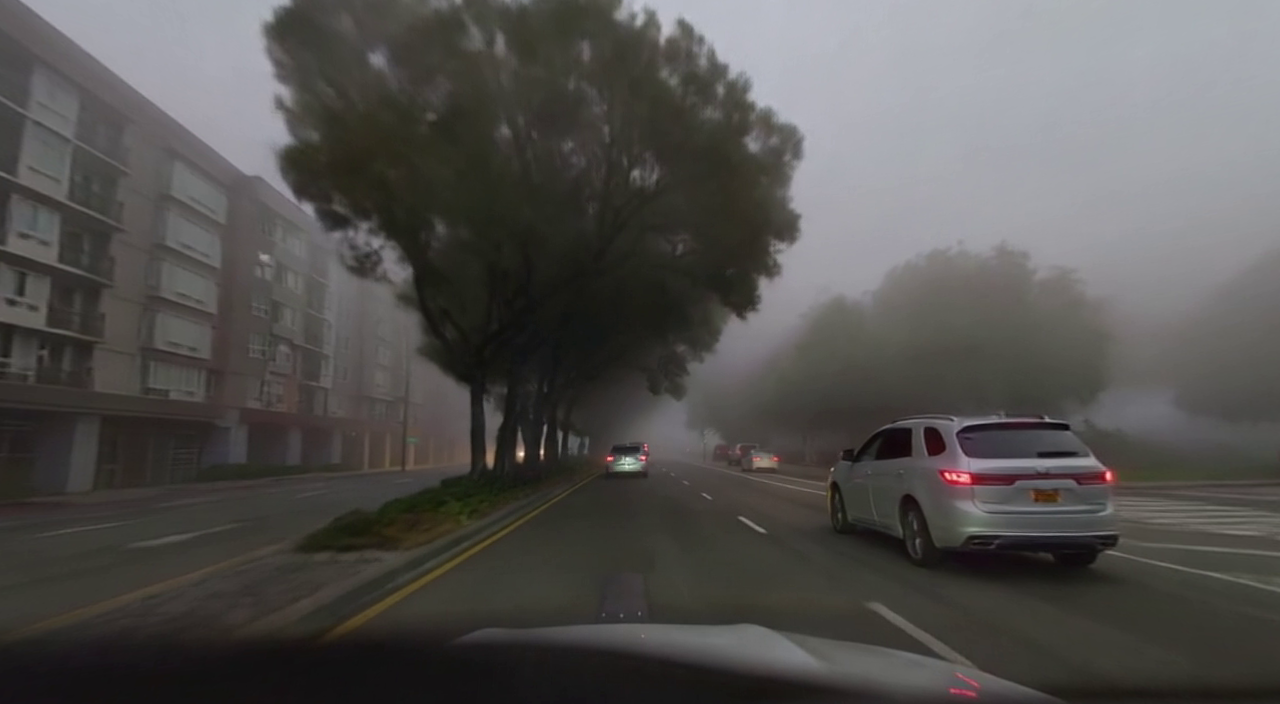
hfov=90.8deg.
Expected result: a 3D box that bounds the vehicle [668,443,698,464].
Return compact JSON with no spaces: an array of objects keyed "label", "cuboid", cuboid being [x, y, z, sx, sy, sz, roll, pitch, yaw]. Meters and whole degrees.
[{"label":"vehicle","cuboid":[3.263,7.810,48.713,1.910,1.474,4.003,0,-9,-2]}]

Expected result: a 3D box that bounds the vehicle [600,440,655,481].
[{"label":"vehicle","cuboid":[-0.440,4.247,24.911,2.006,1.487,3.535,0,-9,1]}]

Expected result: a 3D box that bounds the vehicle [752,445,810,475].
[{"label":"vehicle","cuboid":[7.504,5.778,34.125,1.962,1.484,4.644,0,-9,-2]}]

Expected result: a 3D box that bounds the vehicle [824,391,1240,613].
[{"label":"vehicle","cuboid":[3.669,1.470,7.022,1.949,1.723,4.020,0,-9,-1]}]
